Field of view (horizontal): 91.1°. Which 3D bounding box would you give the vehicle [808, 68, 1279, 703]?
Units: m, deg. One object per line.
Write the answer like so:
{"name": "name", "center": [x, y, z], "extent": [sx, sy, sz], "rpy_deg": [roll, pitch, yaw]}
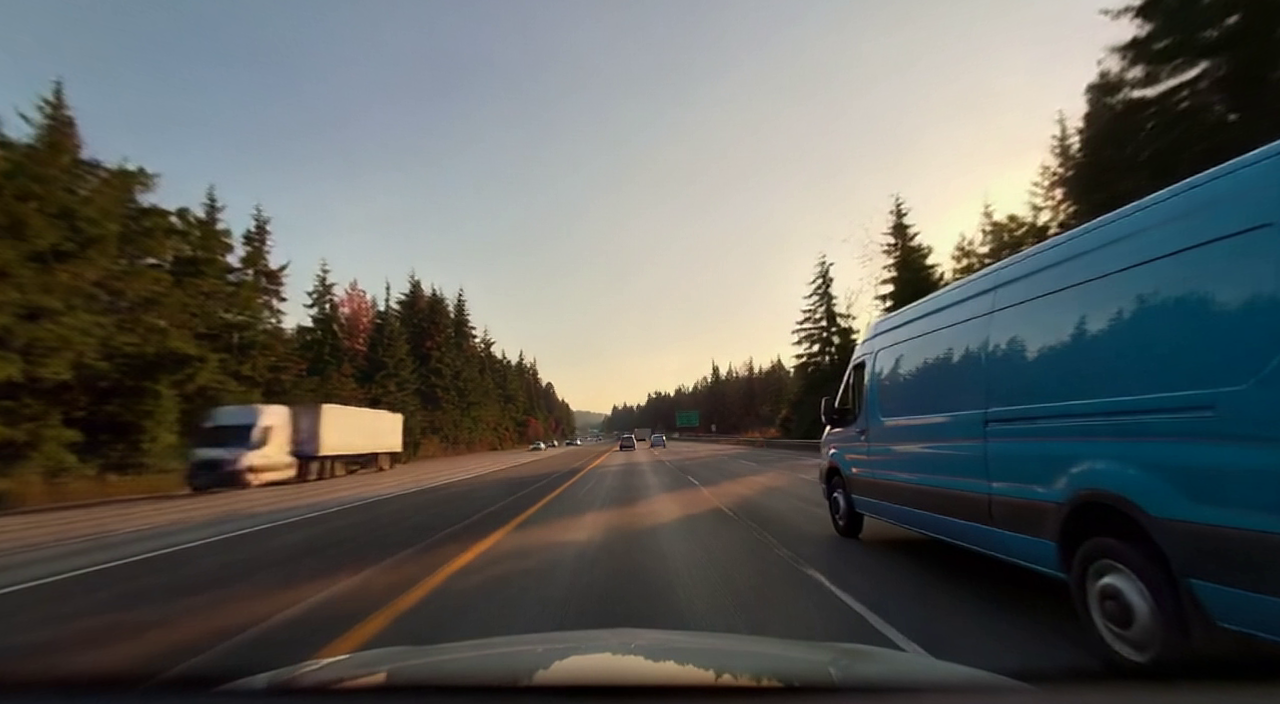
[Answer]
{"name": "vehicle", "center": [3.630, 0.545, 5.005], "extent": [2.416, 2.595, 7.243], "rpy_deg": [0, -8, -1]}

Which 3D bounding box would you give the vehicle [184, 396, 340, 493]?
{"name": "vehicle", "center": [-17.768, 4.417, 30.368], "extent": [2.944, 4.102, 7.266], "rpy_deg": [0, -8, -1]}
